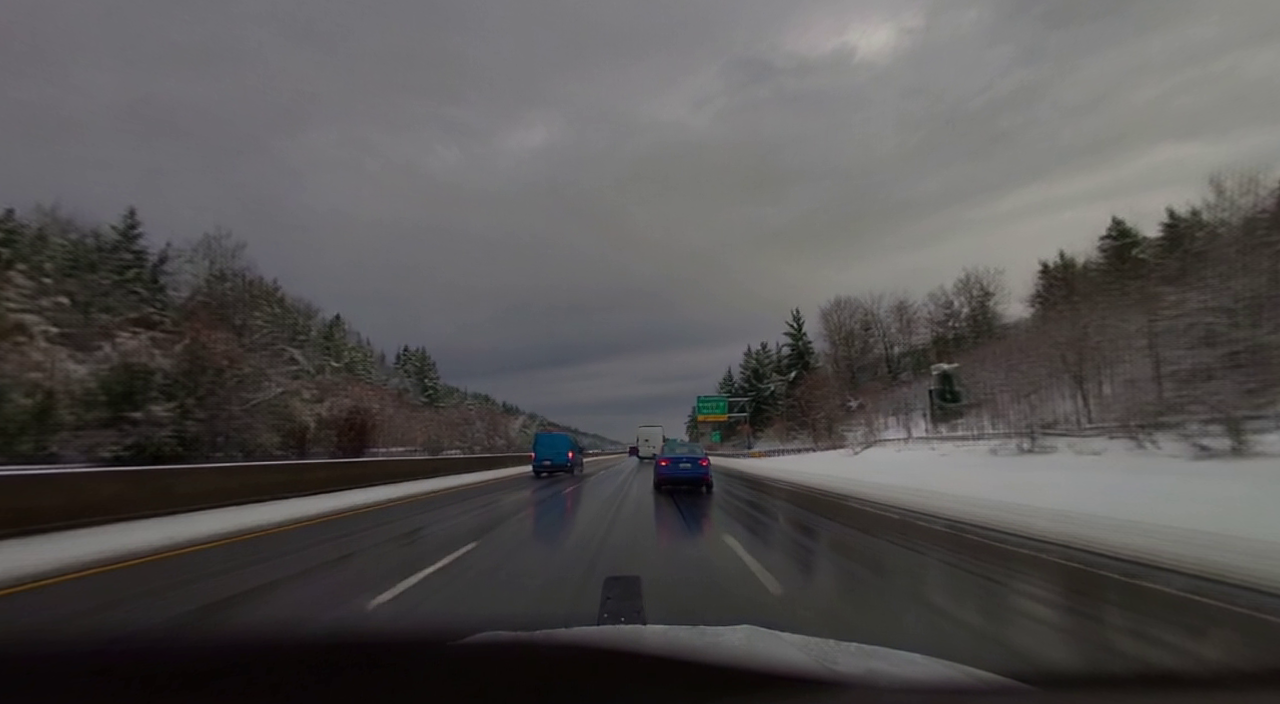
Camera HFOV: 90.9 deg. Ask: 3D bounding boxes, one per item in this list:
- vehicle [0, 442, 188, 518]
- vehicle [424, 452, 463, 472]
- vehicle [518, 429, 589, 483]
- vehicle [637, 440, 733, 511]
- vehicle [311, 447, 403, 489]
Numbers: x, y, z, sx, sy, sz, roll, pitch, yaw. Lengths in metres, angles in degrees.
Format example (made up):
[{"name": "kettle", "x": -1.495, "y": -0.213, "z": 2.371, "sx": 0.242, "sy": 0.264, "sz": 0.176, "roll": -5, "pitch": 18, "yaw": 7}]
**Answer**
[{"name": "vehicle", "x": -17.046, "y": 3.029, "z": 14.854, "sx": 3.321, "sy": 1.795, "sz": 12.707, "roll": 0, "pitch": -9, "yaw": 1}, {"name": "vehicle", "x": -15.312, "y": 8.555, "z": 49.272, "sx": 1.756, "sy": 1.428, "sz": 3.699, "roll": -1, "pitch": -9, "yaw": 2}, {"name": "vehicle", "x": -3.541, "y": 4.414, "z": 26.887, "sx": 2.217, "sy": 2.033, "sz": 4.975, "roll": 0, "pitch": -9, "yaw": 2}, {"name": "vehicle", "x": 0.947, "y": 2.896, "z": 15.222, "sx": 2.012, "sy": 1.485, "sz": 3.649, "roll": 0, "pitch": -9, "yaw": 0}, {"name": "vehicle", "x": -12.165, "y": 4.994, "z": 27.452, "sx": 1.841, "sy": 1.628, "sz": 4.458, "roll": 0, "pitch": -9, "yaw": 2}]
